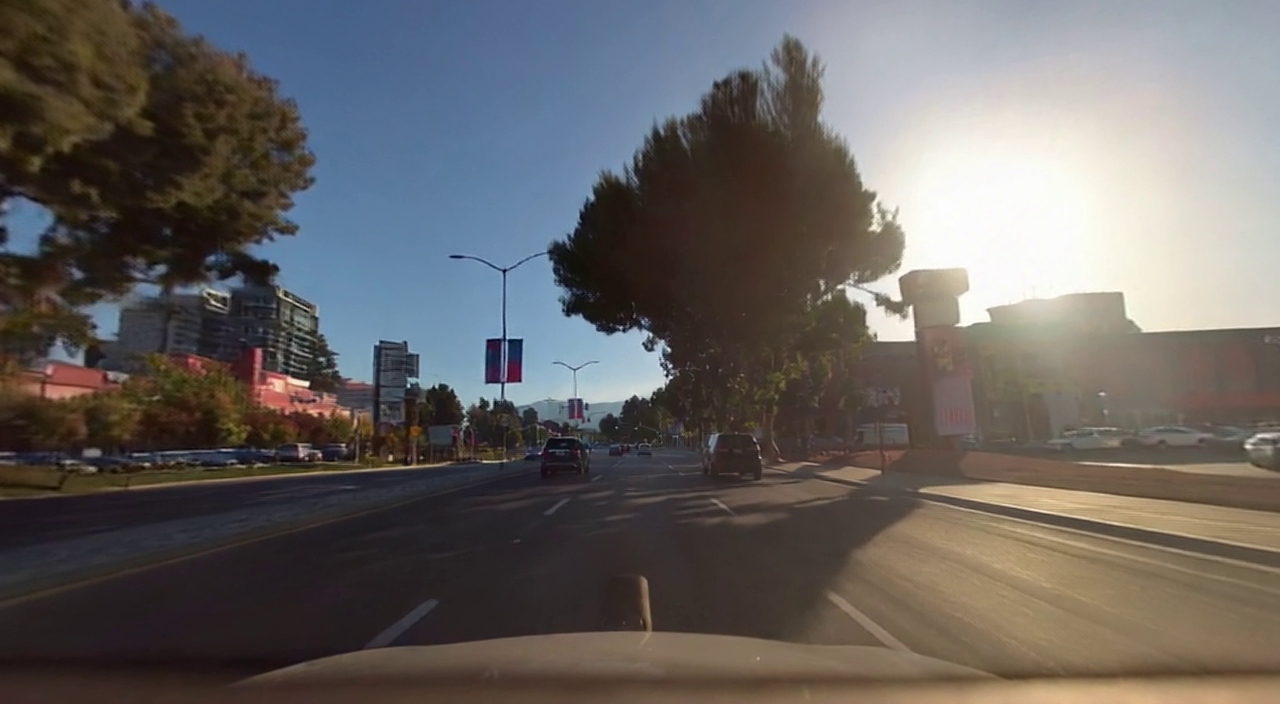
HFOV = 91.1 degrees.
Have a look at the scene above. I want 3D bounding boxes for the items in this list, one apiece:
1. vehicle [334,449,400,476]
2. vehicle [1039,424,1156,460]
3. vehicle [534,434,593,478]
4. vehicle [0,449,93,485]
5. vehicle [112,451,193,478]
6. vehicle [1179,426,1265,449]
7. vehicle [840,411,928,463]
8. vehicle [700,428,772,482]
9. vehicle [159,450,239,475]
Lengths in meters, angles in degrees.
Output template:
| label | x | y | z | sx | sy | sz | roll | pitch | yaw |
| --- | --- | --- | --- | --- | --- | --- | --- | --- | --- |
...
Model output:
| label | x | y | z | sx | sy | sz | roll | pitch | yaw |
| --- | --- | --- | --- | --- | --- | --- | --- | --- | --- |
| vehicle | -15.573 | 6.308 | 36.018 | 1.790 | 1.430 | 4.298 | 0 | -8 | 1 |
| vehicle | 29.282 | 5.798 | 40.332 | 5.686 | 2.220 | 2.112 | 0 | -9 | 3 |
| vehicle | -3.263 | 4.523 | 27.627 | 2.014 | 1.775 | 4.404 | 0 | -8 | 1 |
| vehicle | -33.544 | 6.249 | 34.403 | 2.099 | 1.792 | 5.422 | 0 | -8 | 1 |
| vehicle | -35.957 | 8.275 | 46.482 | 2.037 | 1.759 | 4.920 | 0 | -8 | 0 |
| vehicle | 38.915 | 5.726 | 42.066 | 3.796 | 1.381 | 1.757 | -3 | -9 | 5 |
| vehicle | 16.261 | 5.855 | 42.488 | 2.919 | 3.125 | 7.218 | 2 | -10 | -1 |
| vehicle | 3.630 | 4.007 | 24.650 | 2.024 | 1.921 | 4.431 | 0 | -8 | -1 |
| vehicle | -32.810 | 8.195 | 46.897 | 2.067 | 1.643 | 4.998 | -1 | -8 | 4 |
